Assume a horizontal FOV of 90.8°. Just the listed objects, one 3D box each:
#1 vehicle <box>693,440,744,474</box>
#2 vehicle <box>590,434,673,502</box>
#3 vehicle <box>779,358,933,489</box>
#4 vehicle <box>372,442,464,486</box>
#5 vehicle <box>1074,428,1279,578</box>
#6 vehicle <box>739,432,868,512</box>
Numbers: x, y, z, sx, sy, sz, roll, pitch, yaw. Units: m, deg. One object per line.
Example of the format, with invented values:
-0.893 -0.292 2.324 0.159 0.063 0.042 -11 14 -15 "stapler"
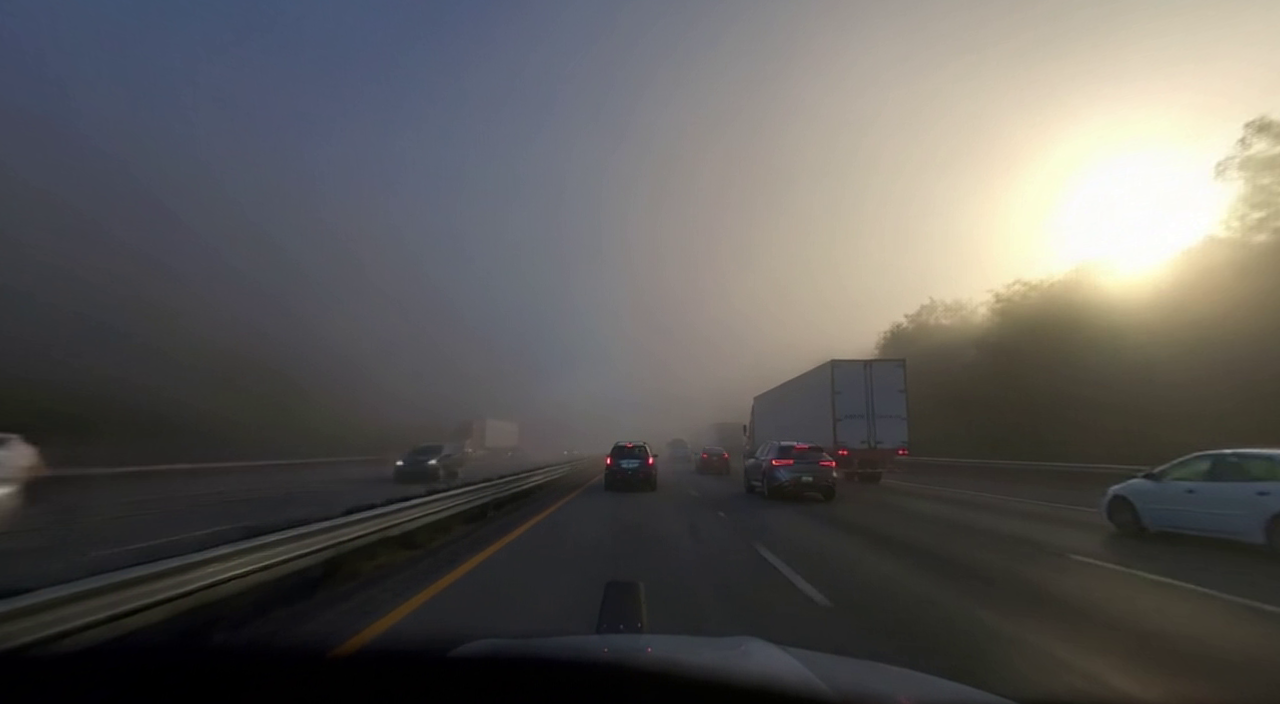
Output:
4.111 5.581 33.665 2.150 1.632 4.260 0 -9 0 "vehicle"
-0.169 3.116 17.268 2.023 1.618 3.628 0 -9 1 "vehicle"
7.645 2.862 23.922 2.823 4.063 8.485 0 -9 1 "vehicle"
-8.550 4.344 24.764 1.976 1.549 4.303 0 -9 1 "vehicle"
7.318 1.620 7.048 1.951 1.467 4.173 0 -9 0 "vehicle"
3.617 2.734 14.761 1.920 1.594 3.867 0 -9 0 "vehicle"
